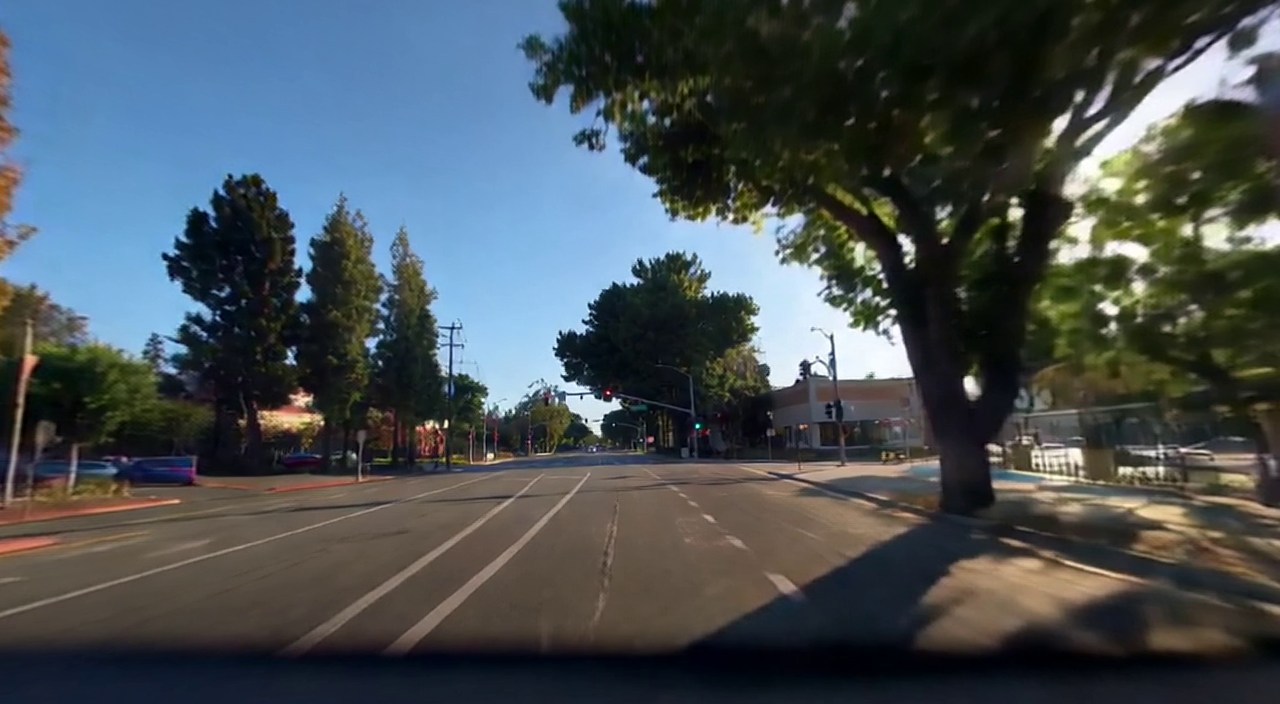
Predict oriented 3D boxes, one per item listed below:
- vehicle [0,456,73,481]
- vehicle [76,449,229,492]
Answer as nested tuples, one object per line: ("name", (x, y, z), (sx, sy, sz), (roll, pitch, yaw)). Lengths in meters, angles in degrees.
("vehicle", (-40.163, 7.588, 41.079), (4.333, 1.513, 2.071), (2, -9, -12))
("vehicle", (-24.103, 5.841, 31.464), (5.473, 1.957, 2.253), (1, -9, -7))
